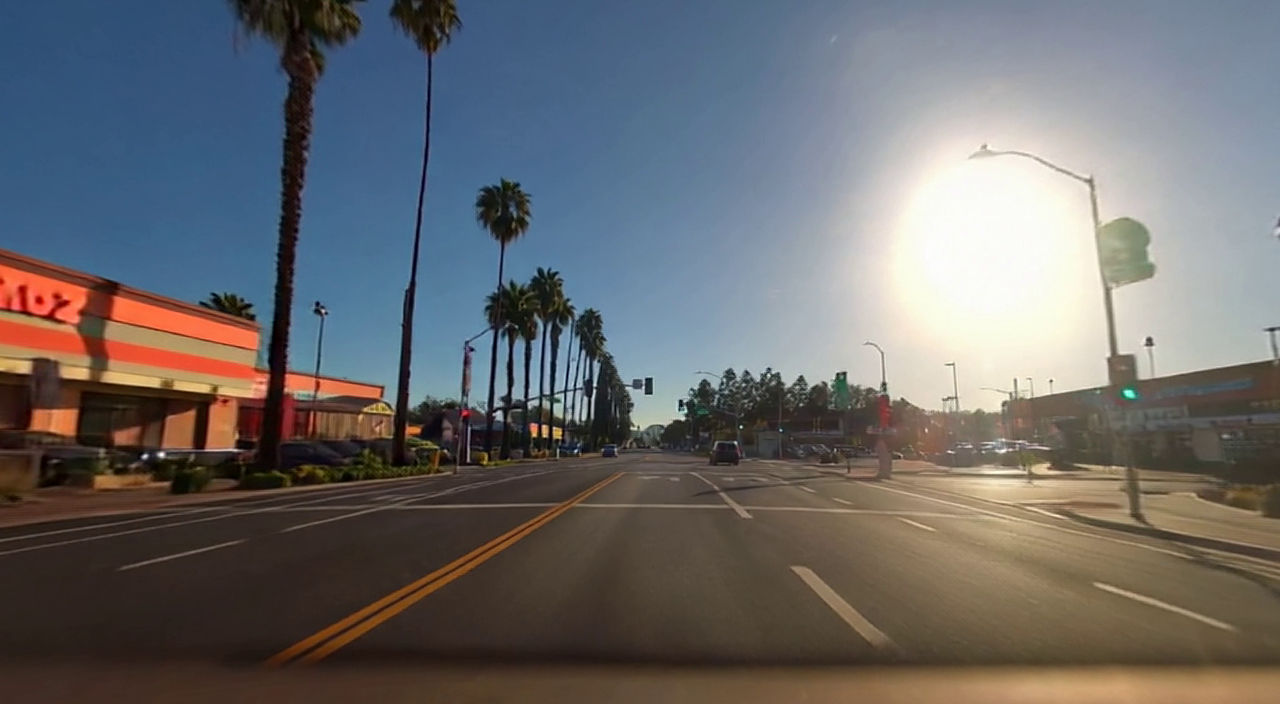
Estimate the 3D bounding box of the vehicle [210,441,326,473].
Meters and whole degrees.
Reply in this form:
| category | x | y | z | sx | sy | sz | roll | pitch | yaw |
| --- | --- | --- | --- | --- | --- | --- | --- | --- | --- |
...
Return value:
| category | x | y | z | sx | sy | sz | roll | pitch | yaw |
| --- | --- | --- | --- | --- | --- | --- | --- | --- | --- |
| vehicle | -17.582 | 4.987 | 29.918 | 4.277 | 1.453 | 1.913 | 0 | -9 | 1 |

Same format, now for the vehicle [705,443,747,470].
| category | x | y | z | sx | sy | sz | roll | pitch | yaw |
| --- | --- | --- | --- | --- | --- | --- | --- | --- | --- |
| vehicle | 5.100 | 6.226 | 37.828 | 2.065 | 1.507 | 4.225 | 0 | -9 | 1 |
